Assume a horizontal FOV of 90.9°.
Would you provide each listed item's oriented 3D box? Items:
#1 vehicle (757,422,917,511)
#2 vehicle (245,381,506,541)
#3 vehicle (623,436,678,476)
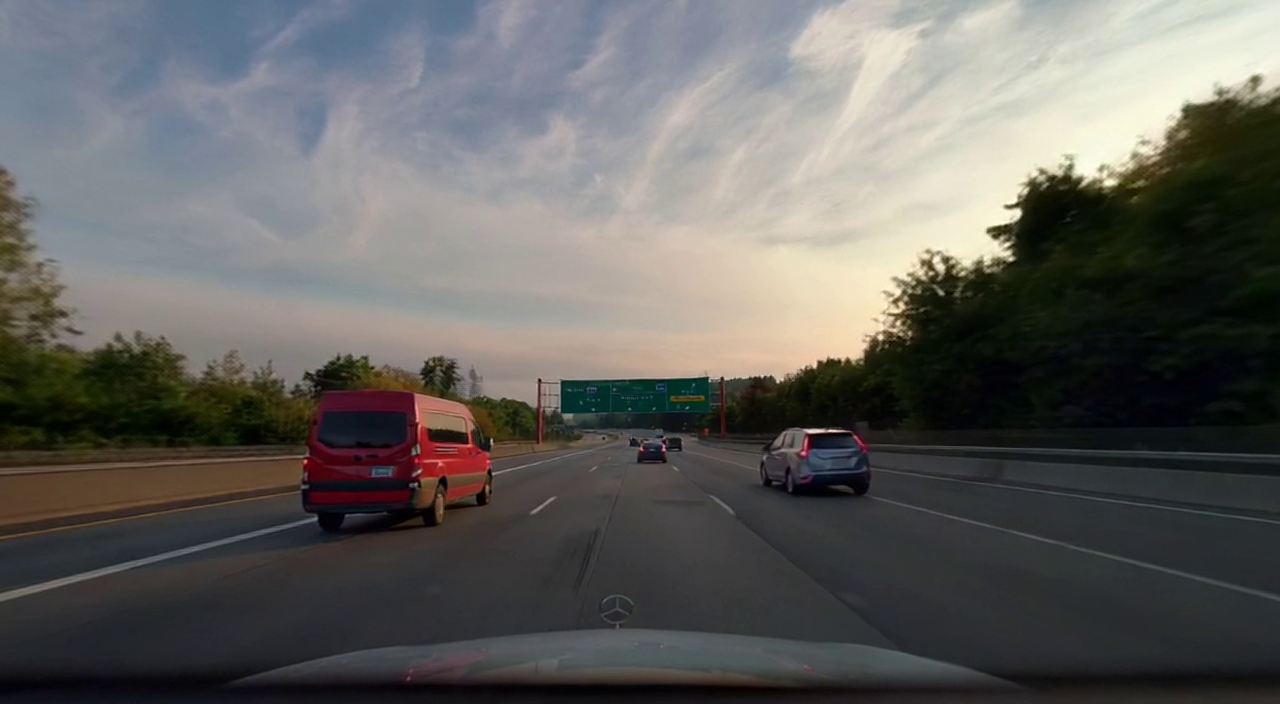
[{"bbox_3d":[4.085,2.426,14.015,1.996,1.638,4.496,0,-8,-1],"label":"vehicle"},{"bbox_3d":[-3.966,1.745,10.758,2.275,2.053,5.082,0,-8,-1],"label":"vehicle"},{"bbox_3d":[0.385,4.130,25.348,2.020,1.464,3.803,0,-8,0],"label":"vehicle"}]
